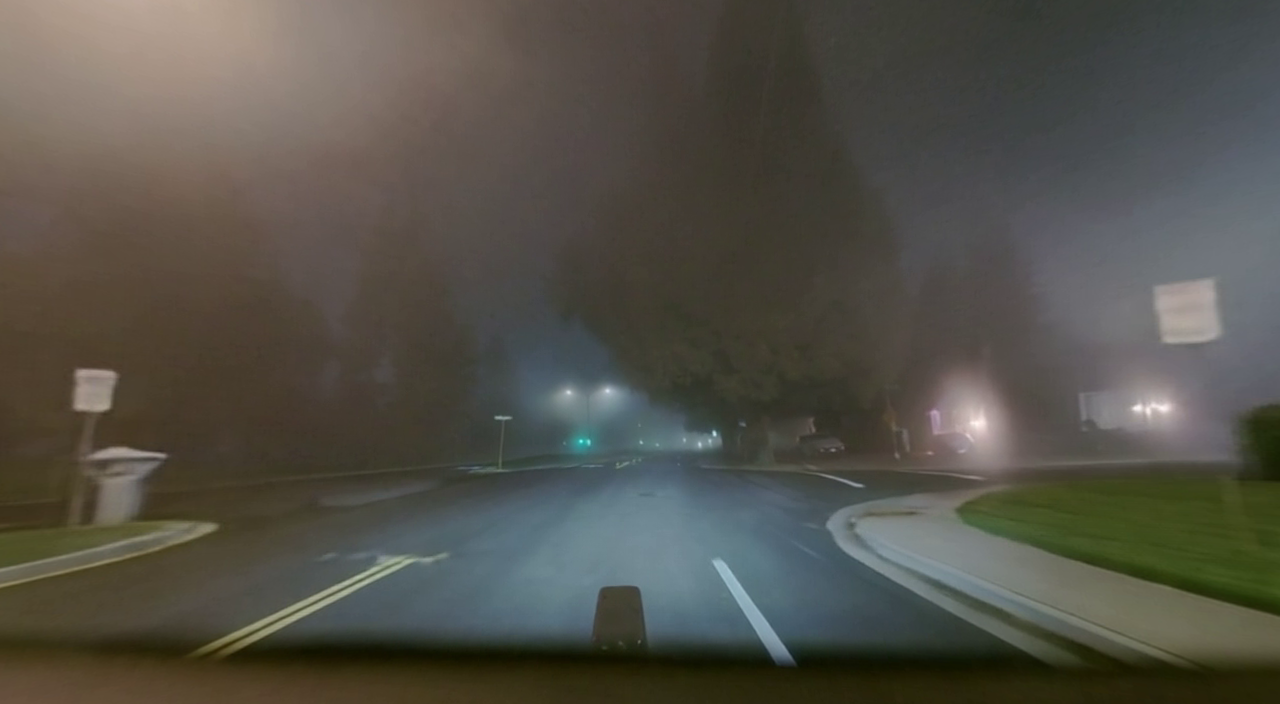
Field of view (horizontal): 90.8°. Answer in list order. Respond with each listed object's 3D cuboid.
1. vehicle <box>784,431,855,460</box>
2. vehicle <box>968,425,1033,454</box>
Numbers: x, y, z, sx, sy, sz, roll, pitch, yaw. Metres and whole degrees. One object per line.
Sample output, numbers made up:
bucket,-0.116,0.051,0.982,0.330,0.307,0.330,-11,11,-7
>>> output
vehicle,11.882,6.207,42.111,2.199,1.661,4.495,5,-7,-23
vehicle,20.707,4.981,36.221,4.241,1.560,1.979,6,-10,-43
